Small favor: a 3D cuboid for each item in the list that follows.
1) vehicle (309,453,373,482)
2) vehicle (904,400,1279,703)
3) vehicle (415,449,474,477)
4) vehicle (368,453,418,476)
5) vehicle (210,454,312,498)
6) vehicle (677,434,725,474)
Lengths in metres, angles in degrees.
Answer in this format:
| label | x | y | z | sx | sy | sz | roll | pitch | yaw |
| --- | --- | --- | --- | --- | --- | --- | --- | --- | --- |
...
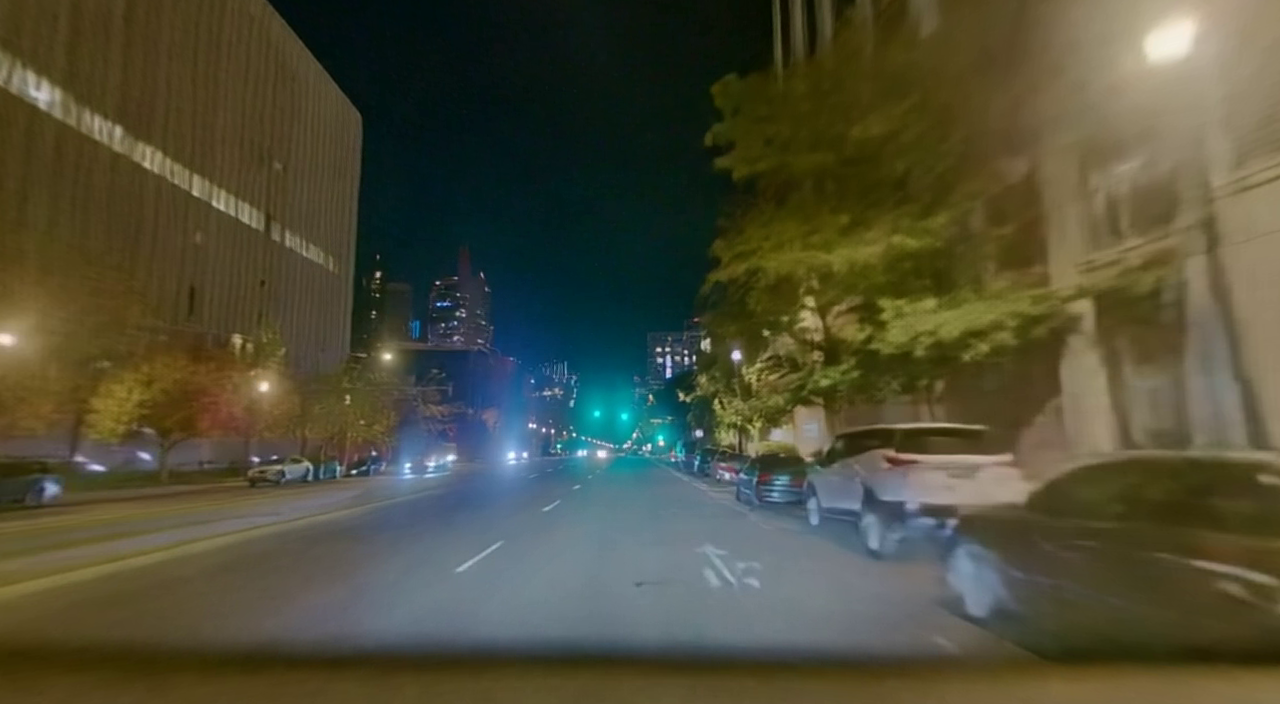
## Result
| label | x | y | z | sx | sy | sz | roll | pitch | yaw |
| --- | --- | --- | --- | --- | --- | --- | --- | --- | --- |
| vehicle | -18.226 | 7.037 | 38.740 | 1.826 | 1.544 | 4.680 | 0 | -8 | -2 |
| vehicle | 3.371 | 1.104 | 3.505 | 1.924 | 1.492 | 4.587 | 0 | -8 | 1 |
| vehicle | -11.442 | 6.495 | 37.370 | 1.982 | 1.515 | 4.648 | 0 | -8 | 0 |
| vehicle | -18.127 | 8.247 | 46.578 | 1.932 | 1.510 | 4.685 | 0 | -8 | -2 |
| vehicle | -14.523 | 4.726 | 24.448 | 1.656 | 1.488 | 3.677 | 0 | -8 | -1 |
| vehicle | 3.114 | 5.294 | 33.037 | 1.935 | 1.920 | 4.397 | 0 | -8 | -2 |
